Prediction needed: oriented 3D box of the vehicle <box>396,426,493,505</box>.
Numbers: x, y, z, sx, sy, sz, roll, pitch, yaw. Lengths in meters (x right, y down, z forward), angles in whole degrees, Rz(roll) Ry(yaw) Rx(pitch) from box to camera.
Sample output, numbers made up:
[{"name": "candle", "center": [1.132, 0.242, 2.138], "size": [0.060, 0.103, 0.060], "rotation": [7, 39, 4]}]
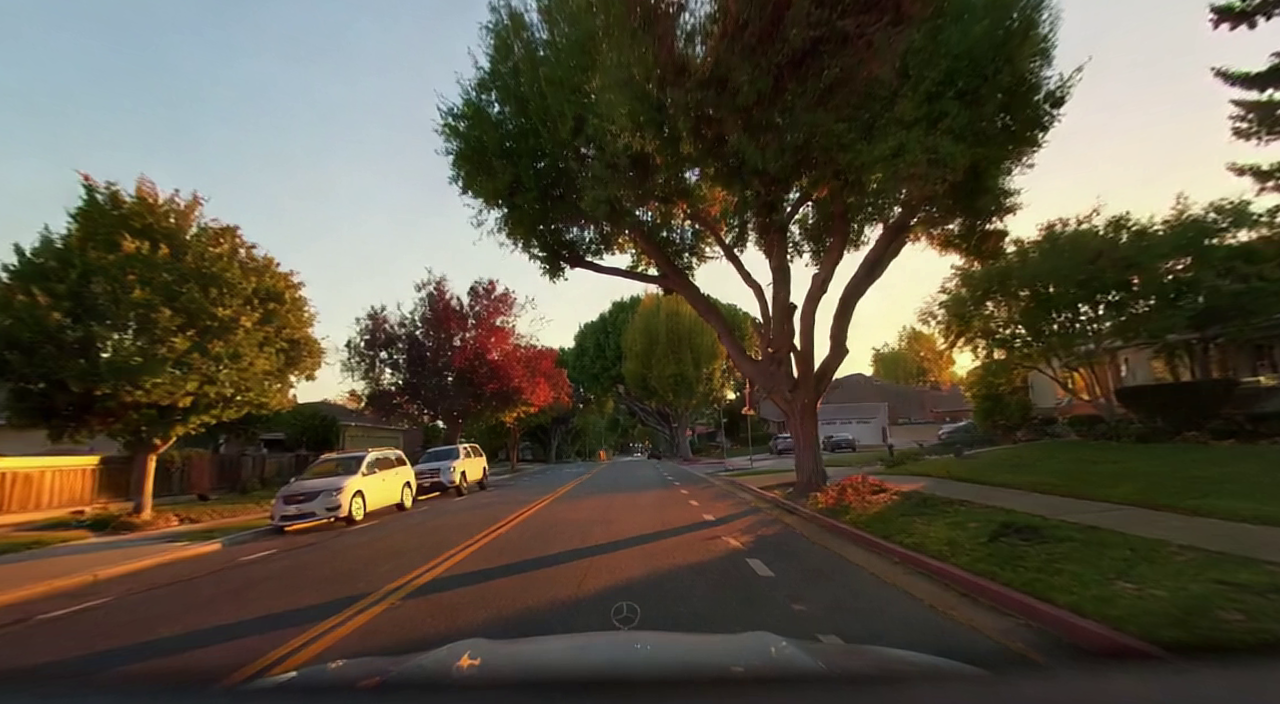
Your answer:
[{"name": "vehicle", "center": [-6.858, 4.021, 22.648], "size": [2.057, 2.317, 4.386], "rotation": [-6, -9, -1]}]

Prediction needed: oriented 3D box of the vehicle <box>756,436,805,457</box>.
[{"name": "vehicle", "center": [9.289, 6.301, 42.136], "size": [1.922, 1.263, 4.664], "rotation": [0, -9, -3]}]

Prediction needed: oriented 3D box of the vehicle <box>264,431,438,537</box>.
[{"name": "vehicle", "center": [-6.985, 3.227, 15.925], "size": [2.173, 2.020, 4.770], "rotation": [-6, -10, -1]}]

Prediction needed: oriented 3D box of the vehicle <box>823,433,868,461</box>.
[{"name": "vehicle", "center": [13.716, 6.316, 41.982], "size": [1.860, 1.697, 4.292], "rotation": [-5, -10, 30]}]
